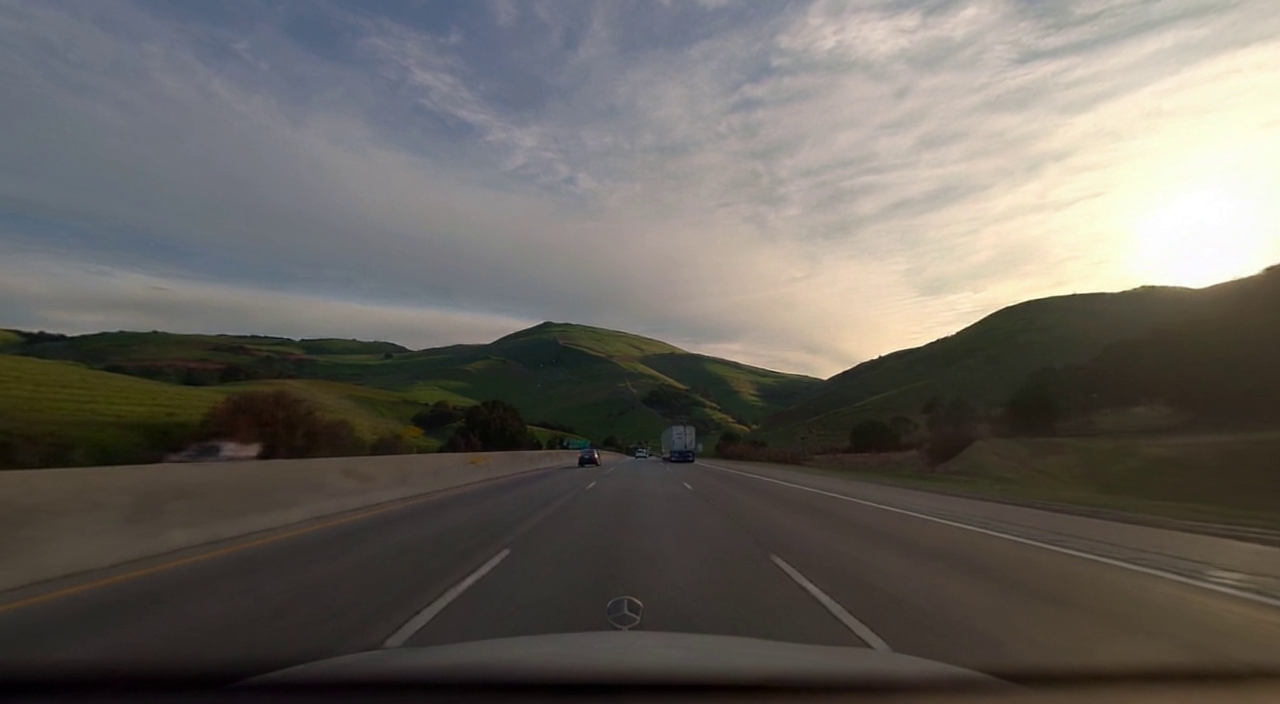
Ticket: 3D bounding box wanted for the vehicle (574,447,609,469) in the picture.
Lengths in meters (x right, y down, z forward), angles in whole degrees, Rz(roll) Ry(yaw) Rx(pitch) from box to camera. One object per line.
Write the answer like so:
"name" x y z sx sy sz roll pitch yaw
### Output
"vehicle" -3.489 7.787 46.559 2.060 1.475 5.314 0 -9 1
